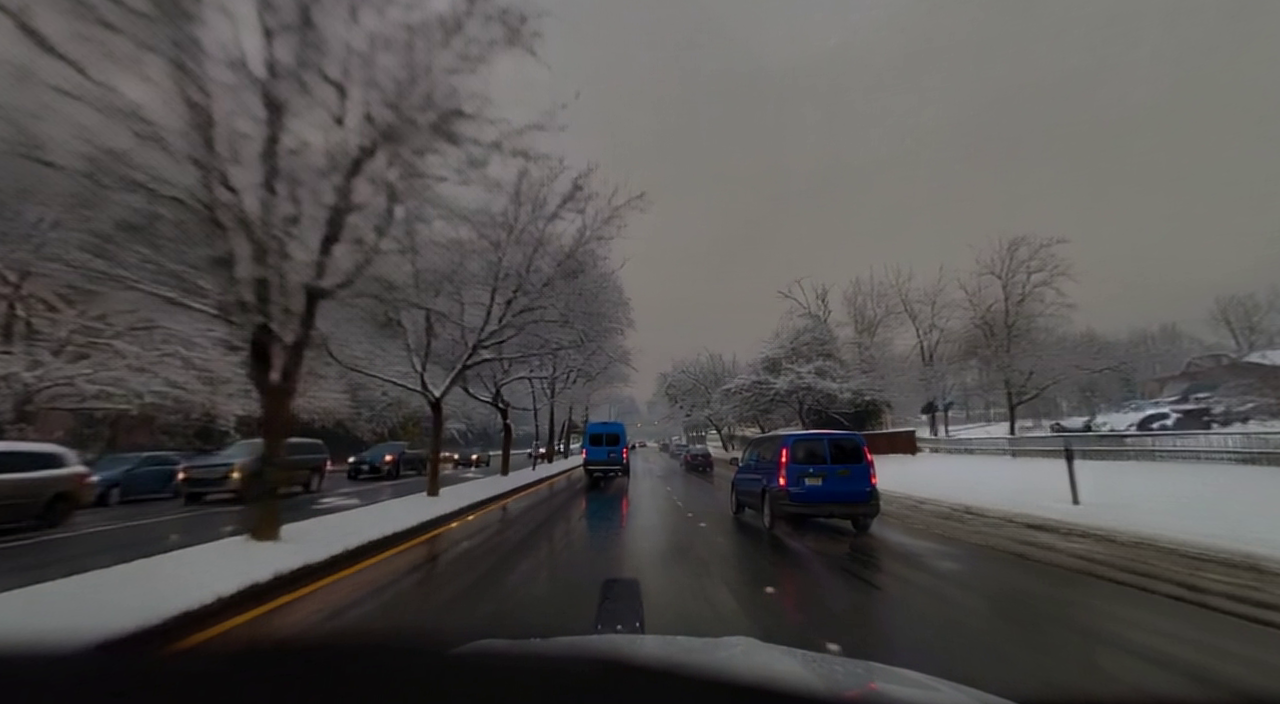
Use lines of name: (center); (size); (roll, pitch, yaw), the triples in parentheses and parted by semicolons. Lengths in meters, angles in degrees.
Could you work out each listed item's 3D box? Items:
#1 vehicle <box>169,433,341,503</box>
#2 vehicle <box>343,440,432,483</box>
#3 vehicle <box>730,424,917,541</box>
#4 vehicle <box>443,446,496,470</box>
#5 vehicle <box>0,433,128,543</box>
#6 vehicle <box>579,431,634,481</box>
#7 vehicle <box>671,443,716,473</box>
vehicle: (-11.183, 3.406, 18.929); (2.091, 1.806, 4.859); (0, -9, 0)
vehicle: (-11.360, 4.947, 28.816); (2.192, 1.754, 4.569); (0, -9, -1)
vehicle: (2.943, 2.201, 11.214); (1.965, 1.671, 4.146); (0, -9, -1)
vehicle: (-11.304, 7.073, 42.227); (2.116, 1.481, 4.572); (0, -9, 2)
vehicle: (-10.944, 2.164, 10.147); (1.988, 1.689, 4.047); (0, -9, 0)
vehicle: (-1.421, 4.671, 28.501); (2.228, 2.054, 4.309); (0, -9, 0)
vehicle: (3.172, 6.360, 38.063); (2.248, 1.692, 4.252); (0, -9, -1)
